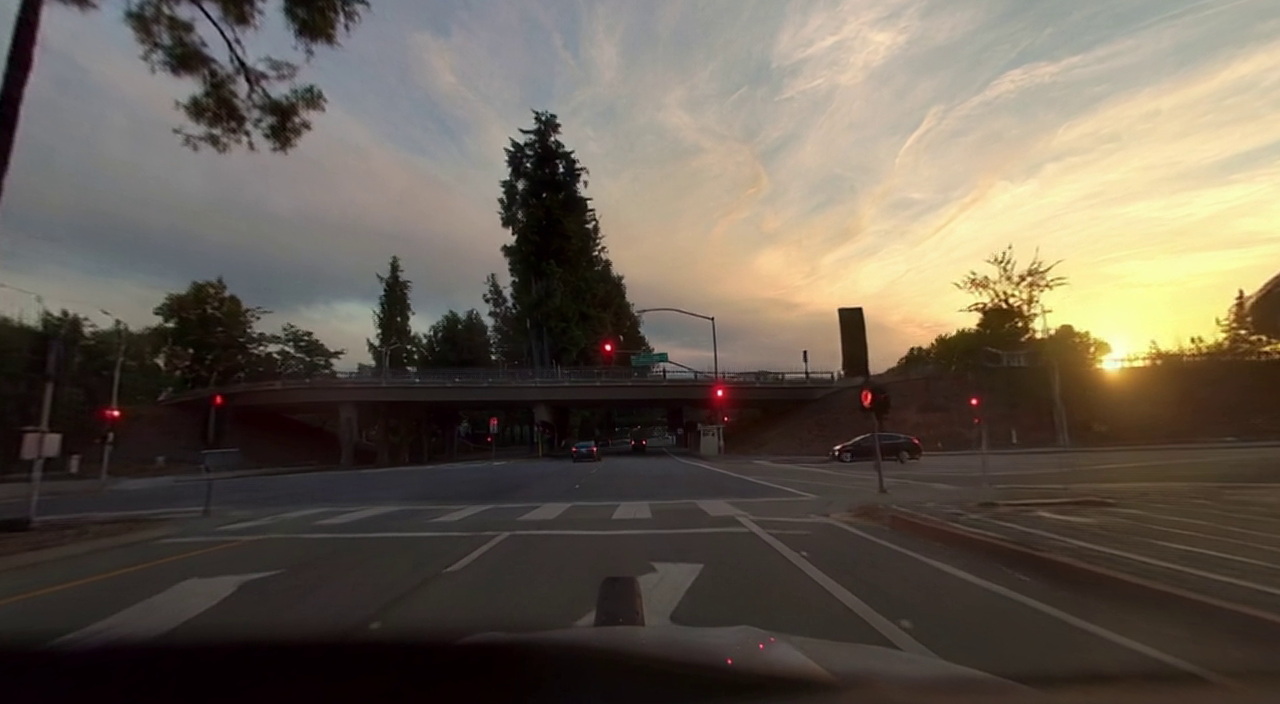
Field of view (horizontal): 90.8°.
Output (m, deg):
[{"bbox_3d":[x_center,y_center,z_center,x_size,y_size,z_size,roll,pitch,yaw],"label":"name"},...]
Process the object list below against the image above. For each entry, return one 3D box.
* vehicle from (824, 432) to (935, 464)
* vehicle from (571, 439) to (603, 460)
[{"bbox_3d":[11.651,4.692,30.841,4.691,1.466,1.800,1,-9,-7],"label":"vehicle"},{"bbox_3d":[-3.996,7.438,48.223,2.082,1.472,4.310,0,-9,0],"label":"vehicle"}]
